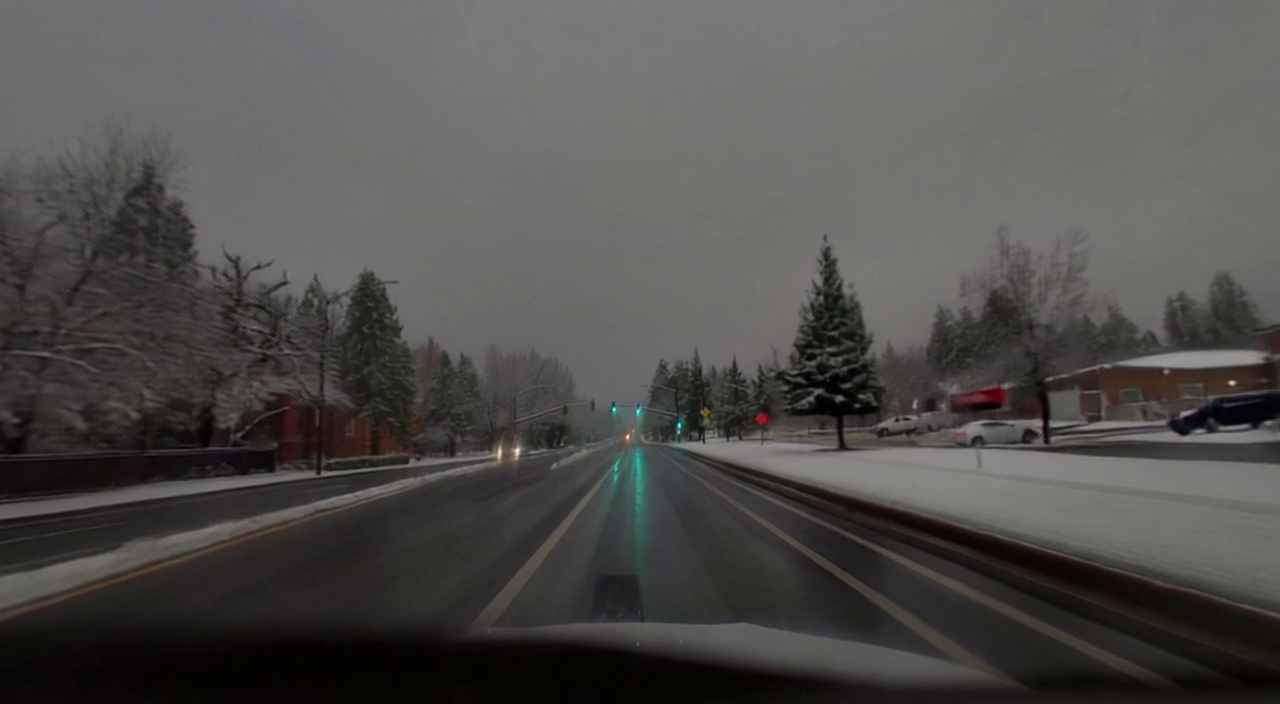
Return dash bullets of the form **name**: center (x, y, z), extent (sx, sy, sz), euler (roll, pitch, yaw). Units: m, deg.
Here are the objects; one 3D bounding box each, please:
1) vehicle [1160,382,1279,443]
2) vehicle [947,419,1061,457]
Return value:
- **vehicle**: center (22.752, 2.216, 23.678), extent (4.512, 1.837, 2.059), euler (-6, -8, -2)
- **vehicle**: center (15.572, 3.731, 27.372), extent (1.882, 1.446, 4.741), euler (0, -8, -4)
